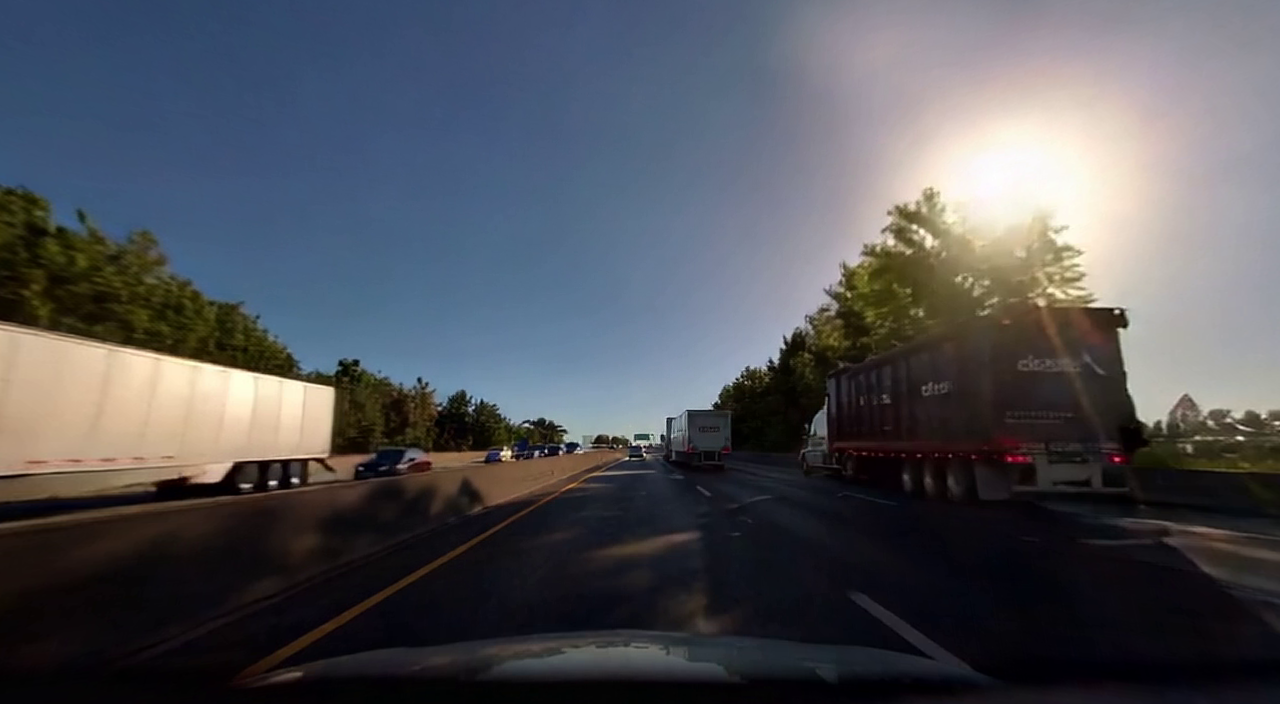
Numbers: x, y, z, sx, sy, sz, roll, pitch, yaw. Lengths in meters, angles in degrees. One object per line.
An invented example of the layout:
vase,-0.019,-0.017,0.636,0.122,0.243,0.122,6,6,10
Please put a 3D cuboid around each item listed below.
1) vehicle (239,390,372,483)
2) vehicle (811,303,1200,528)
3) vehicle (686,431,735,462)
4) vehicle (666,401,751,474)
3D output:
vehicle,-16.660,4.287,31.962,3.414,4.278,5.845,0,-8,0
vehicle,8.395,2.017,18.199,2.843,4.053,13.777,0,-8,-1
vehicle,3.898,5.309,35.522,2.120,1.651,4.639,0,-8,-1
vehicle,3.799,5.259,39.008,3.288,3.717,13.646,0,-8,-2
